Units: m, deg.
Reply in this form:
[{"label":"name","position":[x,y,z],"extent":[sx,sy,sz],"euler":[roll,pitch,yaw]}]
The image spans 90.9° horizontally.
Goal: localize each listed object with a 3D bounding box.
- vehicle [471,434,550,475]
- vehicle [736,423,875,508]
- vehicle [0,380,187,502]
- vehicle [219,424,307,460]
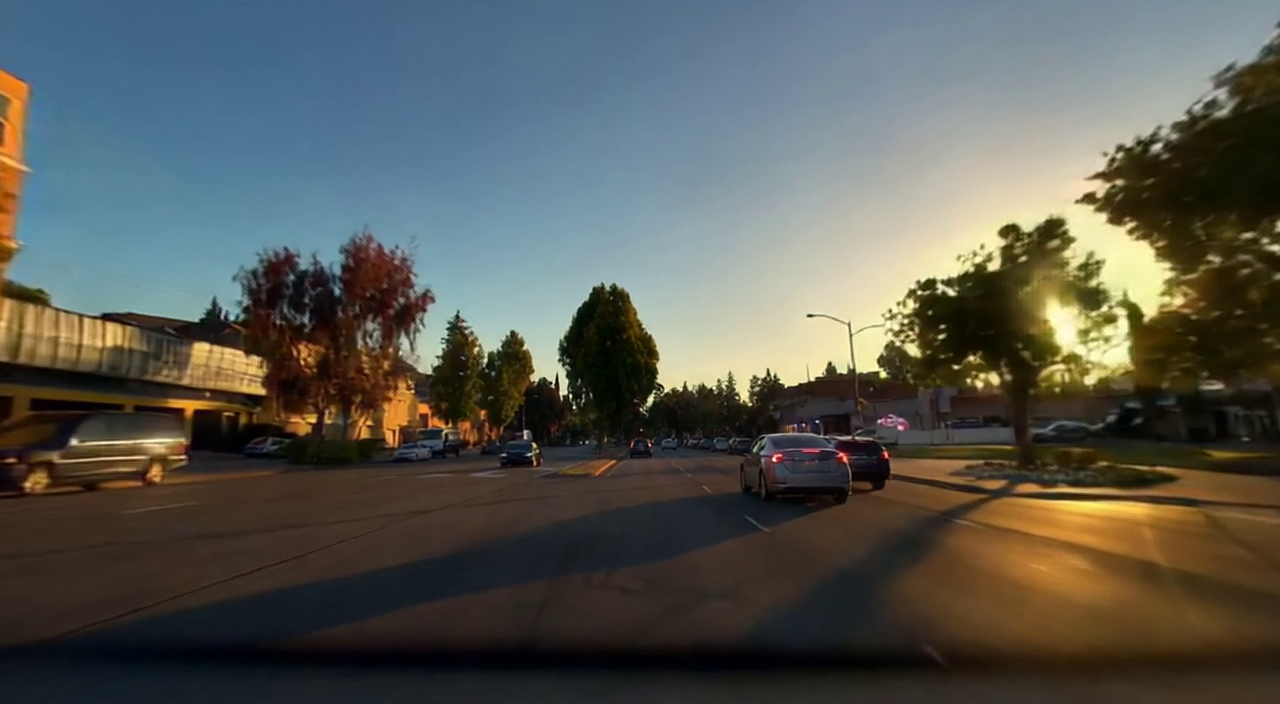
[{"label":"vehicle","position":[-4.784,3.854,23.969],"extent":[2.084,1.415,4.580],"euler":[0,-8,-1]},{"label":"vehicle","position":[3.582,2.524,14.462],"extent":[2.072,1.669,3.836],"euler":[0,-8,-1]},{"label":"vehicle","position":[-18.911,2.937,20.769],"extent":[2.783,3.367,6.723],"euler":[0,-8,1]},{"label":"vehicle","position":[-25.172,6.006,42.488],"extent":[2.200,2.170,6.131],"euler":[0,-7,-1]}]
